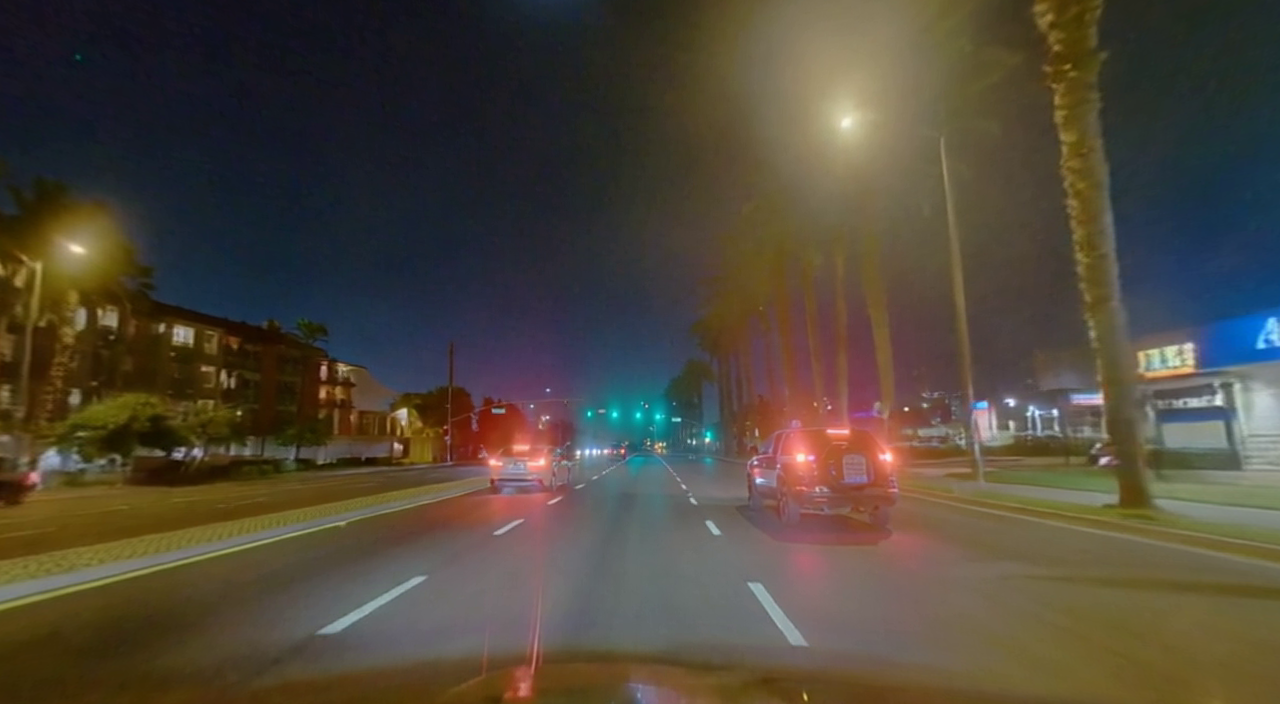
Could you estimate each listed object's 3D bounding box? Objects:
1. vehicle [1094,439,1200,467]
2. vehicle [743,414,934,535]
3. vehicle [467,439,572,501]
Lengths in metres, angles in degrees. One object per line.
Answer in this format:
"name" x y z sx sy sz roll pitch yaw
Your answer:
"vehicle" 31.668 6.330 39.724 1.947 1.539 5.296 -2 -8 -4
"vehicle" 3.213 2.093 11.290 1.982 1.711 4.276 0 -9 0
"vehicle" -3.183 3.199 17.582 2.034 1.498 3.995 -1 -9 2
